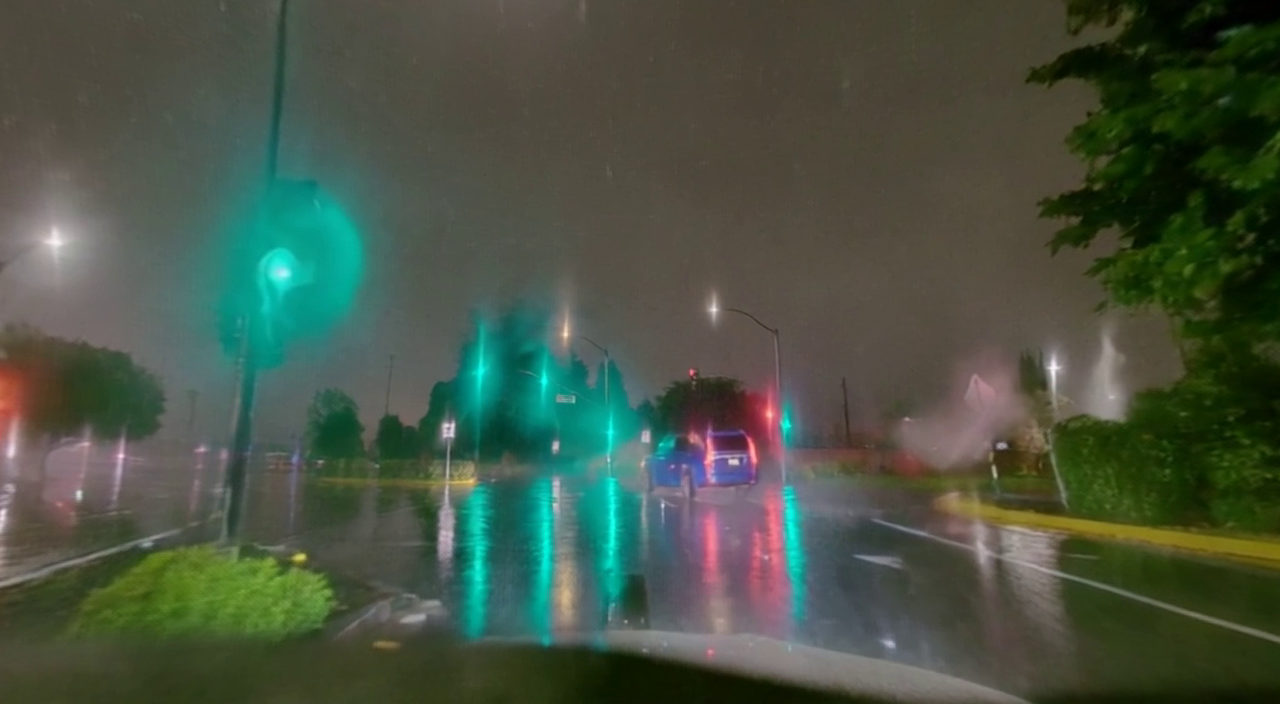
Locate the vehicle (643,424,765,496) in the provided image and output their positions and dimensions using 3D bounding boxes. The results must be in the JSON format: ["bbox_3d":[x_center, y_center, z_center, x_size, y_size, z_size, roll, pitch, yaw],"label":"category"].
[{"bbox_3d":[1.629,3.071,18.309,2.284,1.788,4.871,1,-8,-10],"label":"vehicle"}]
